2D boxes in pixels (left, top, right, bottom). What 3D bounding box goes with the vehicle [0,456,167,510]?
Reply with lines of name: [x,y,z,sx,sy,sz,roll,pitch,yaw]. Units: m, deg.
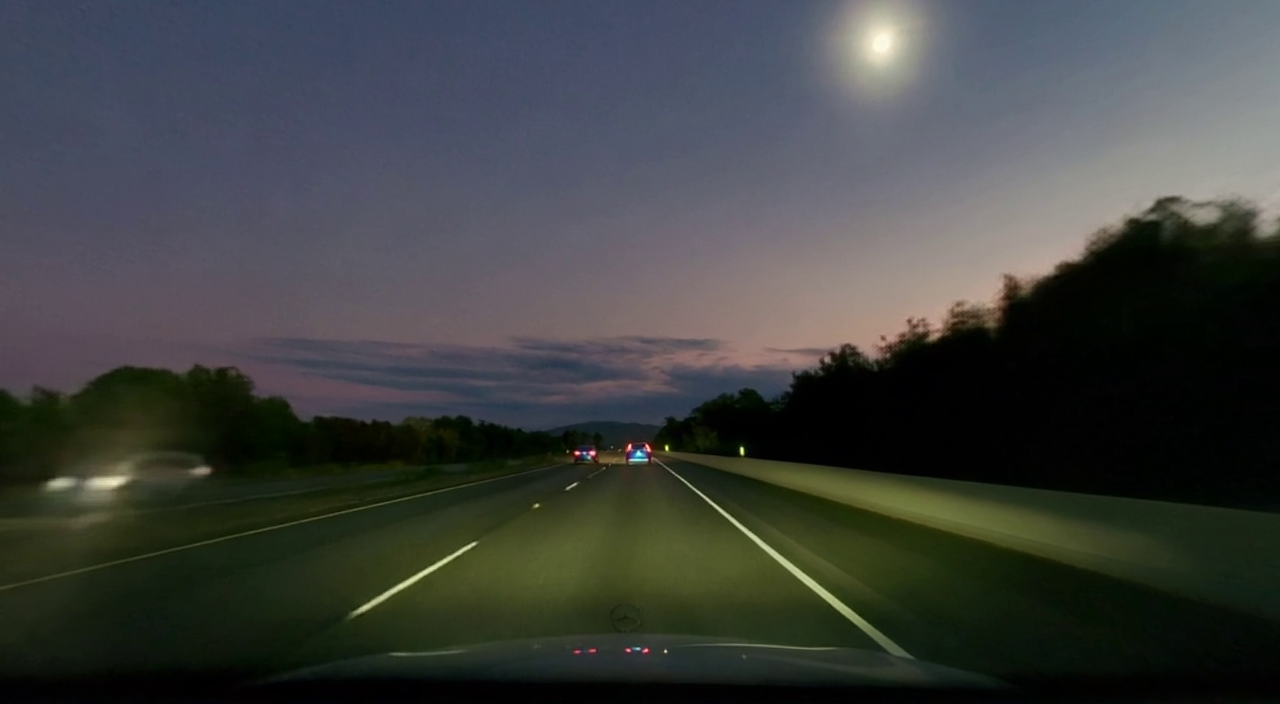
vehicle: [-17.695,4.080,20.070,2.023,1.482,4.097,0,-9,0]

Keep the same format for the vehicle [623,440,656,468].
vehicle: [-0.056,6.893,42.645,2.126,1.786,3.958,0,-9,0]

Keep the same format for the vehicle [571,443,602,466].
vehicle: [-4.110,7.992,49.151,2.113,1.656,4.215,0,-9,0]
